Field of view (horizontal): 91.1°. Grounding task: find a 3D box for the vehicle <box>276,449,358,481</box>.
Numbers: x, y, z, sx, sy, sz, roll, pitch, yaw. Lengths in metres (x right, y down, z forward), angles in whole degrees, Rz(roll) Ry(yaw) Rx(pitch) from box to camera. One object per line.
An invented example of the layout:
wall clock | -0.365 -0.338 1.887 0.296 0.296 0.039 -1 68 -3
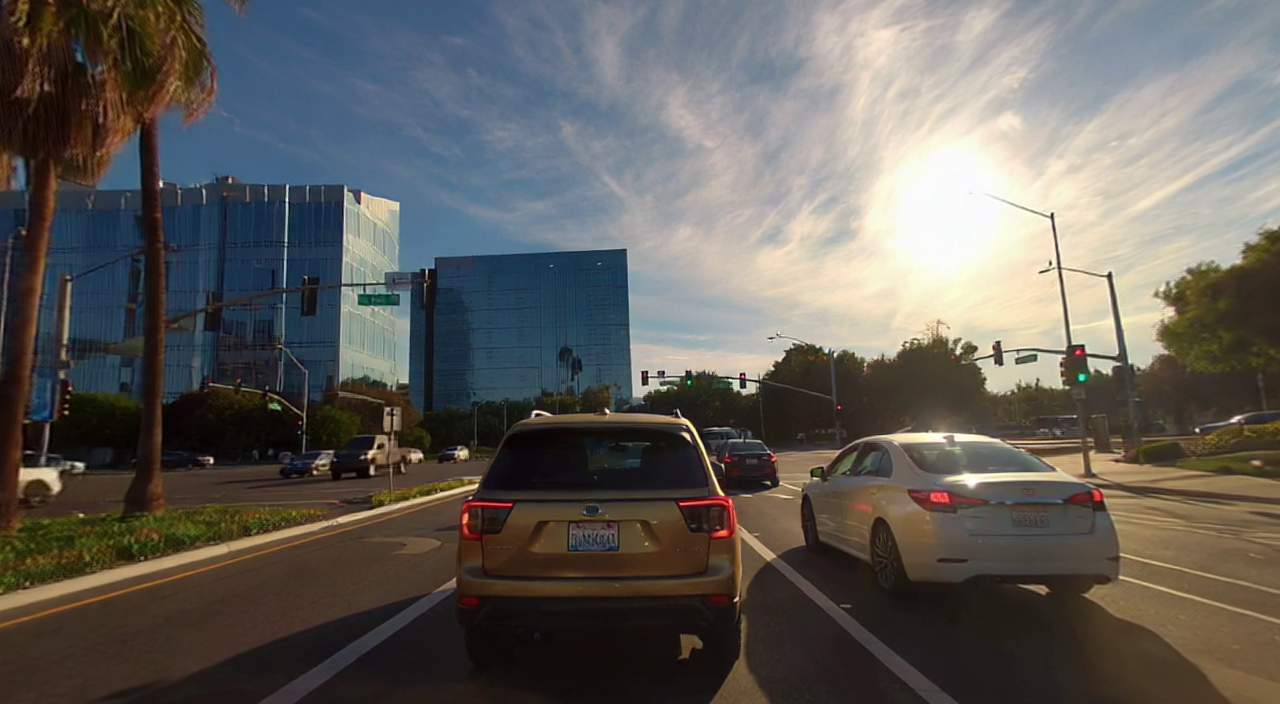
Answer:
vehicle | -16.894 5.894 33.067 1.951 1.500 4.372 0 -8 1

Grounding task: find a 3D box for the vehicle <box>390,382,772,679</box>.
vehicle | -0.336 1.319 5.699 2.172 1.694 4.055 0 -8 0

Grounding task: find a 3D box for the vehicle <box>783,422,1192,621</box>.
vehicle | 3.120 1.608 7.001 1.971 1.473 4.495 0 -8 0

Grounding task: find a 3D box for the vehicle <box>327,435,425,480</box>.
vehicle | -12.554 5.059 30.397 2.317 1.924 5.636 0 -9 -1

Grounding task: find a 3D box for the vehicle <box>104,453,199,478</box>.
vehicle | -36.615 8.507 47.121 5.347 1.785 2.123 0 -8 1
